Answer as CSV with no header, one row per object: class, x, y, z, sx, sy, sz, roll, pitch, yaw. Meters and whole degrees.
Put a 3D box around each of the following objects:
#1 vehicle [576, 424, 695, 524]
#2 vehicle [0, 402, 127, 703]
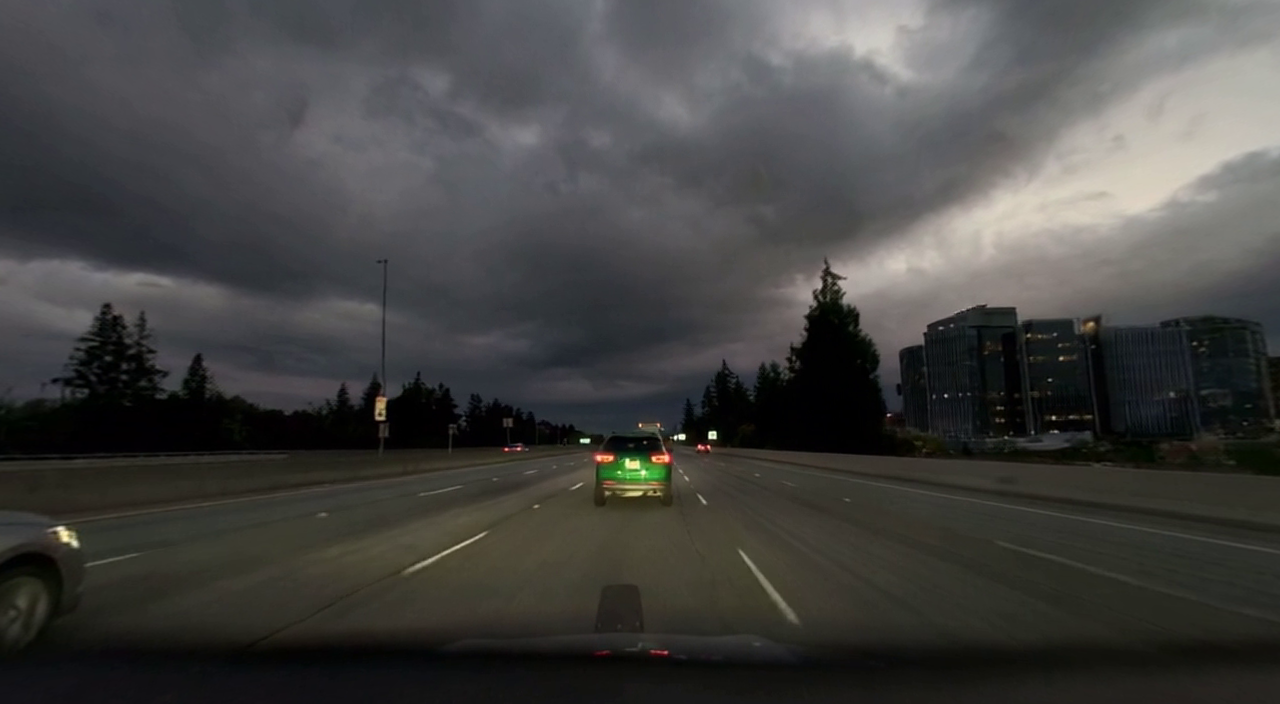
vehicle,-0.002,2.502,13.458,2.111,1.742,4.315,0,-9,2
vehicle,-4.258,0.793,1.759,1.969,1.520,4.190,0,-9,2
